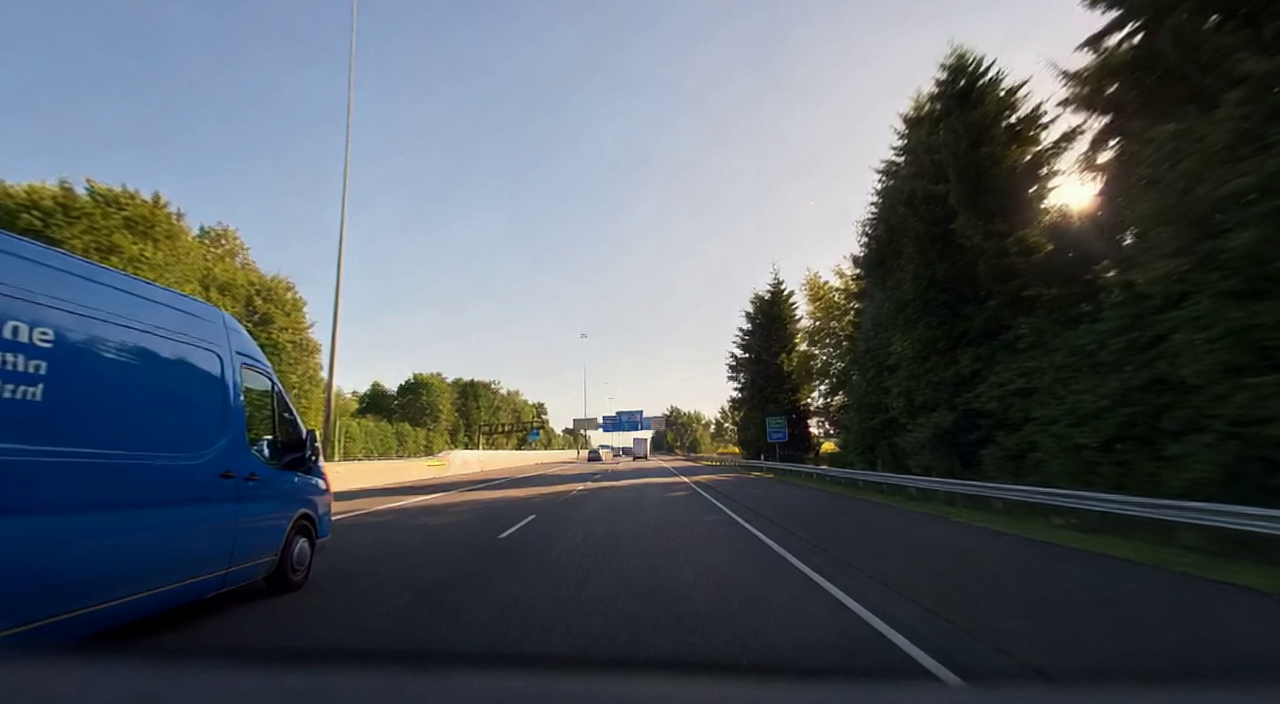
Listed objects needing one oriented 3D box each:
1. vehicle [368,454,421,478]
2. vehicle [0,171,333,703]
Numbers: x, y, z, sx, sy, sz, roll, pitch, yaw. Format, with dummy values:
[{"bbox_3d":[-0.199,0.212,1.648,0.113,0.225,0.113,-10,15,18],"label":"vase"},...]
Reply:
[{"bbox_3d":[-16.541,7.700,42.706,1.840,1.455,4.357,0,-9,0],"label":"vehicle"},{"bbox_3d":[-4.177,0.418,2.552,2.320,2.636,7.021,0,-9,0],"label":"vehicle"}]
